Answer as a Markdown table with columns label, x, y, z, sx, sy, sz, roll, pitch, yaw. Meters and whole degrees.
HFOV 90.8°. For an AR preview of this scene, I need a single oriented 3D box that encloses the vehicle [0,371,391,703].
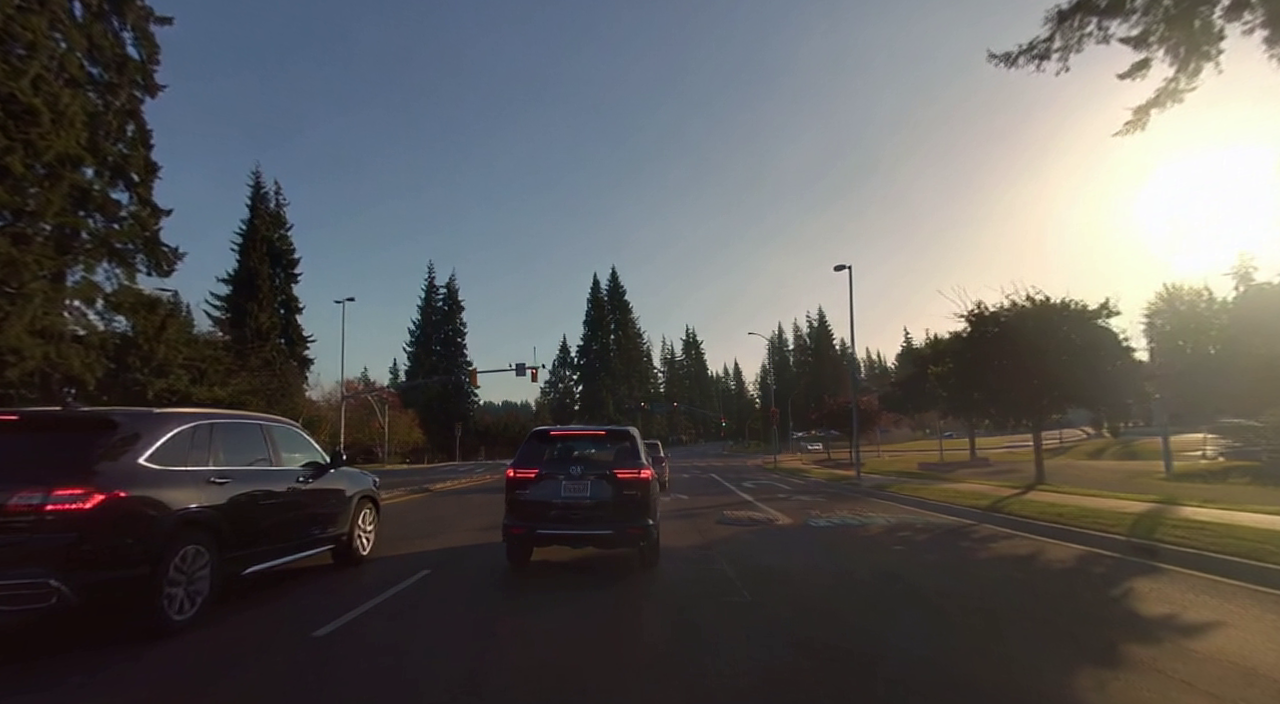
| label | x | y | z | sx | sy | sz | roll | pitch | yaw |
| --- | --- | --- | --- | --- | --- | --- | --- | --- | --- |
| vehicle | -4.045 | 1.254 | 5.273 | 2.009 | 1.673 | 4.454 | 0 | -8 | 1 |

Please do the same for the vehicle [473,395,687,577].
| label | x | y | z | sx | sy | sz | roll | pitch | yaw |
| --- | --- | --- | --- | --- | --- | --- | --- | --- | --- |
| vehicle | -0.523 | 1.703 | 8.871 | 2.131 | 1.793 | 5.016 | 0 | -8 | 2 |
